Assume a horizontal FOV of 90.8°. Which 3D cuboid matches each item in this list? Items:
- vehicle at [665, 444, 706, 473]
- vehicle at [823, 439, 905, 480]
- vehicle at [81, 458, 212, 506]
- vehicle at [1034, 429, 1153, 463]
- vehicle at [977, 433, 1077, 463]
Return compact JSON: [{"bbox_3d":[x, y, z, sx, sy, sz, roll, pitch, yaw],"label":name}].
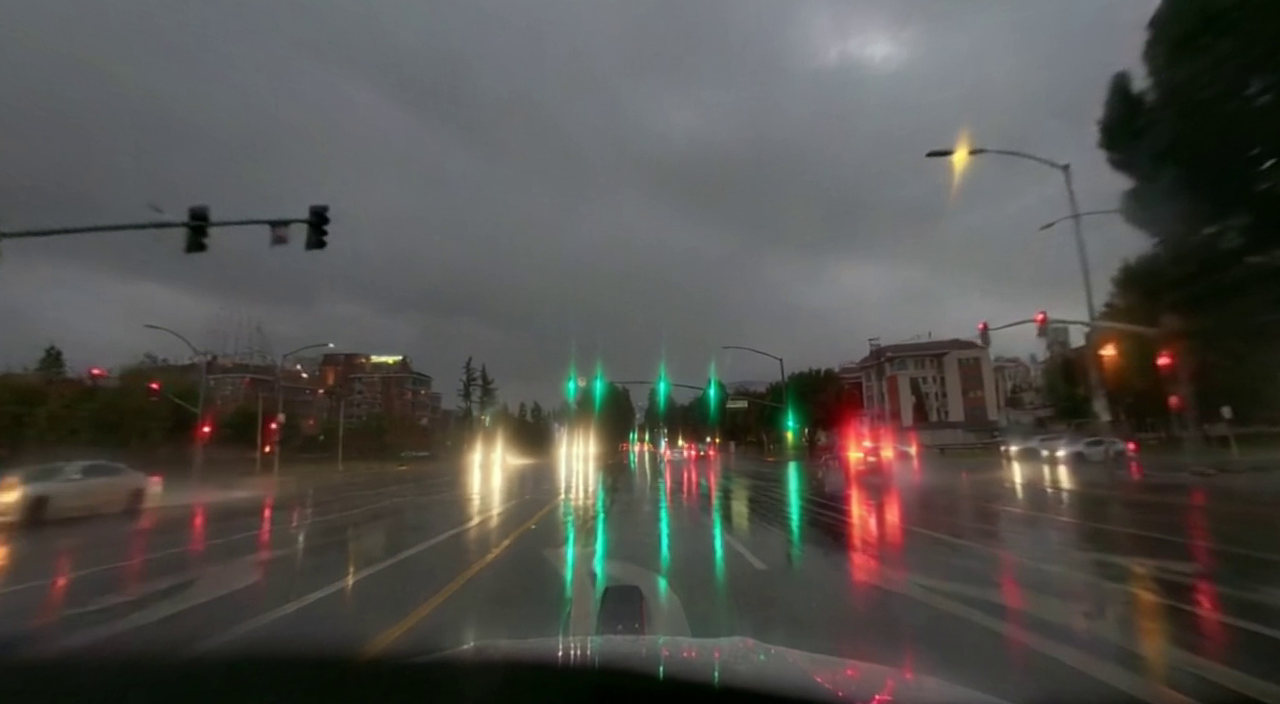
[{"bbox_3d":[2.578,6.117,36.571,1.917,1.538,4.259,0,-9,-2],"label":"vehicle"},{"bbox_3d":[9.526,4.599,27.287,1.798,1.621,4.304,0,-9,-2],"label":"vehicle"},{"bbox_3d":[-22.539,5.901,29.163,2.016,1.871,4.983,0,-9,-1],"label":"vehicle"},{"bbox_3d":[24.489,5.080,34.247,4.747,1.766,2.179,0,-9,0],"label":"vehicle"},{"bbox_3d":[22.700,5.668,37.155,4.475,1.682,2.044,0,-9,-1],"label":"vehicle"}]
